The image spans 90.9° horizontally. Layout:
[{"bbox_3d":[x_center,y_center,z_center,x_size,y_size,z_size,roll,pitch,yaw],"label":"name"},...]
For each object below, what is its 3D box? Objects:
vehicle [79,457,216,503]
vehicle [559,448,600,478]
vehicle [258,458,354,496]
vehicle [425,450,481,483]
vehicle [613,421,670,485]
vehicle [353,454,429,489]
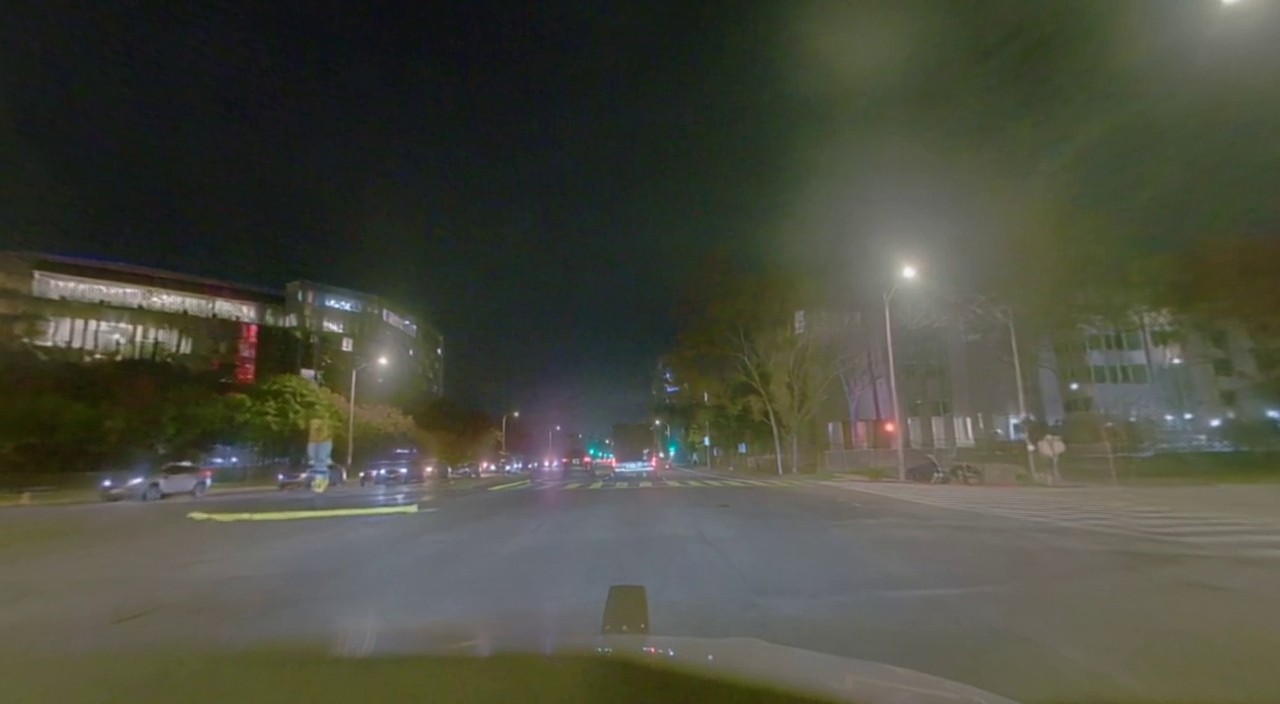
[{"bbox_3d":[-22.345,5.791,28.969,2.017,1.785,5.092,-1,-8,3],"label":"vehicle"},{"bbox_3d":[-3.954,7.297,41.781,2.184,1.830,4.890,0,-8,0],"label":"vehicle"},{"bbox_3d":[-16.274,6.067,31.044,2.022,1.442,4.853,-4,-8,1],"label":"vehicle"},{"bbox_3d":[-12.430,7.593,42.153,2.068,1.747,5.040,-4,-7,1],"label":"vehicle"},{"bbox_3d":[-0.103,5.788,36.618,2.843,3.120,10.422,0,-8,-2],"label":"vehicle"},{"bbox_3d":[-12.926,6.201,33.063,1.960,1.627,4.784,0,-8,1],"label":"vehicle"}]
